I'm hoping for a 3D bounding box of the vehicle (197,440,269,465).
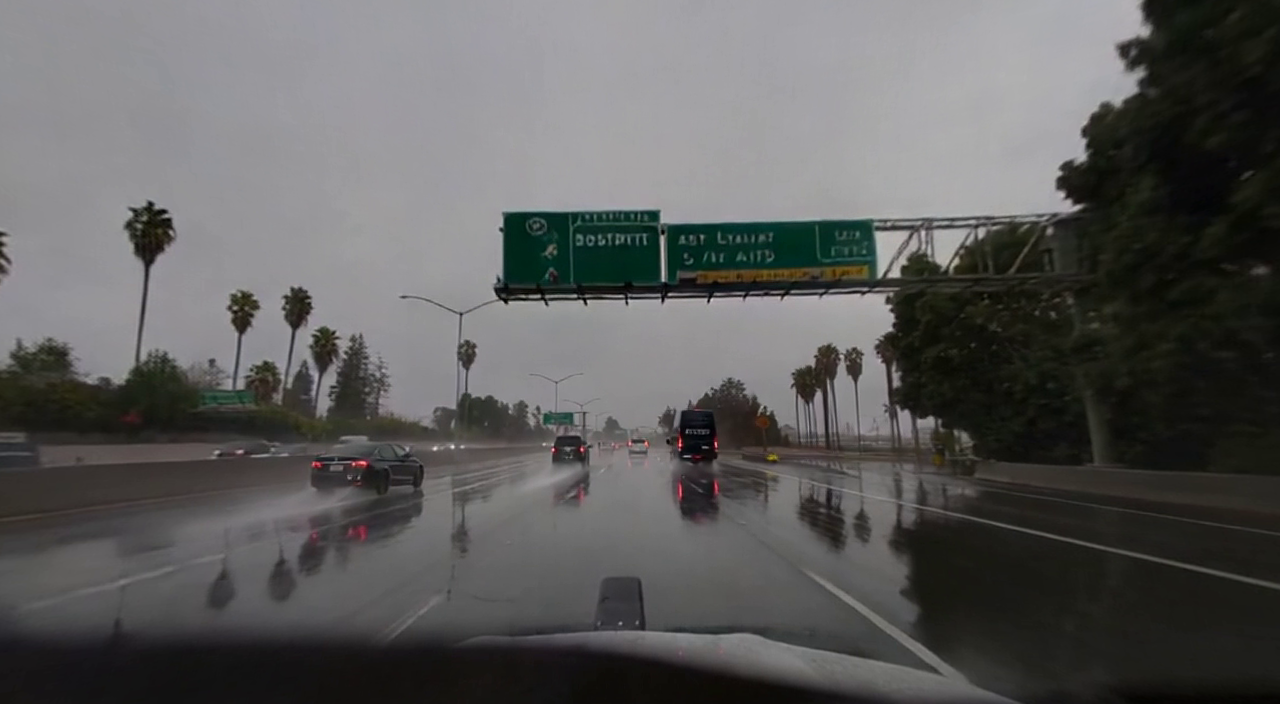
[{"bbox_3d":[-31.346,7.727,48.709,2.342,1.798,4.902,0,-9,-1],"label":"vehicle"}]

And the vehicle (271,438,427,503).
[{"bbox_3d":[-7.498,3.087,16.823,2.050,1.487,4.372,0,-9,0],"label":"vehicle"}]

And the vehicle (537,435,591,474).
[{"bbox_3d":[-3.506,4.832,29.879,2.017,1.683,4.094,0,-9,0],"label":"vehicle"}]

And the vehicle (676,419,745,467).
[{"bbox_3d":[4.256,6.098,41.898,2.891,2.596,15.534,0,-9,0],"label":"vehicle"}]
